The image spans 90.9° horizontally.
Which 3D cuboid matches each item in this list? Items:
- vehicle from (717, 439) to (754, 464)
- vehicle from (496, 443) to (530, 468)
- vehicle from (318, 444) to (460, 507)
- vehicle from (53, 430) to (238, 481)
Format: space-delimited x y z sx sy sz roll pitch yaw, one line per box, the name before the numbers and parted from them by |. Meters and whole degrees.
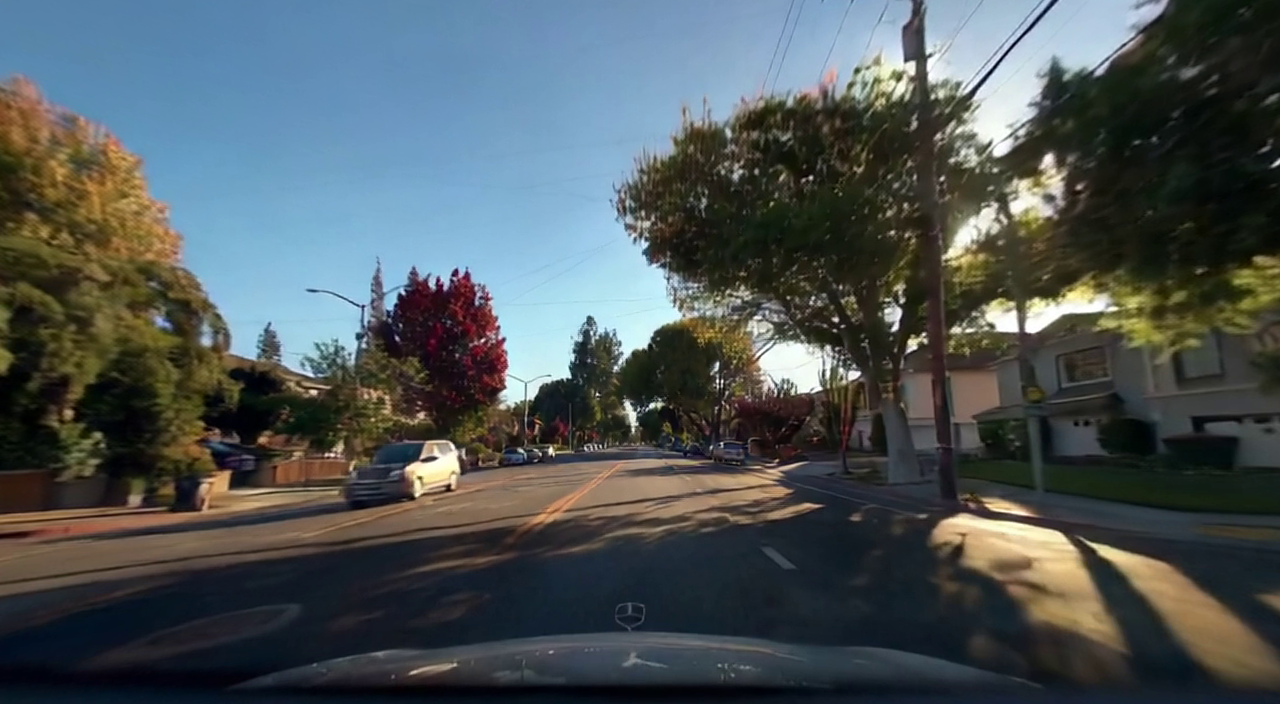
vehicle | 7.335 7.668 48.957 2.128 1.823 4.834 0 -8 0
vehicle | -9.848 8.019 49.083 1.974 1.696 4.336 -2 -7 -3
vehicle | -6.793 3.344 17.681 2.017 1.510 4.556 0 -8 1
vehicle | -17.984 3.782 23.112 5.004 1.755 2.038 0 -8 0
